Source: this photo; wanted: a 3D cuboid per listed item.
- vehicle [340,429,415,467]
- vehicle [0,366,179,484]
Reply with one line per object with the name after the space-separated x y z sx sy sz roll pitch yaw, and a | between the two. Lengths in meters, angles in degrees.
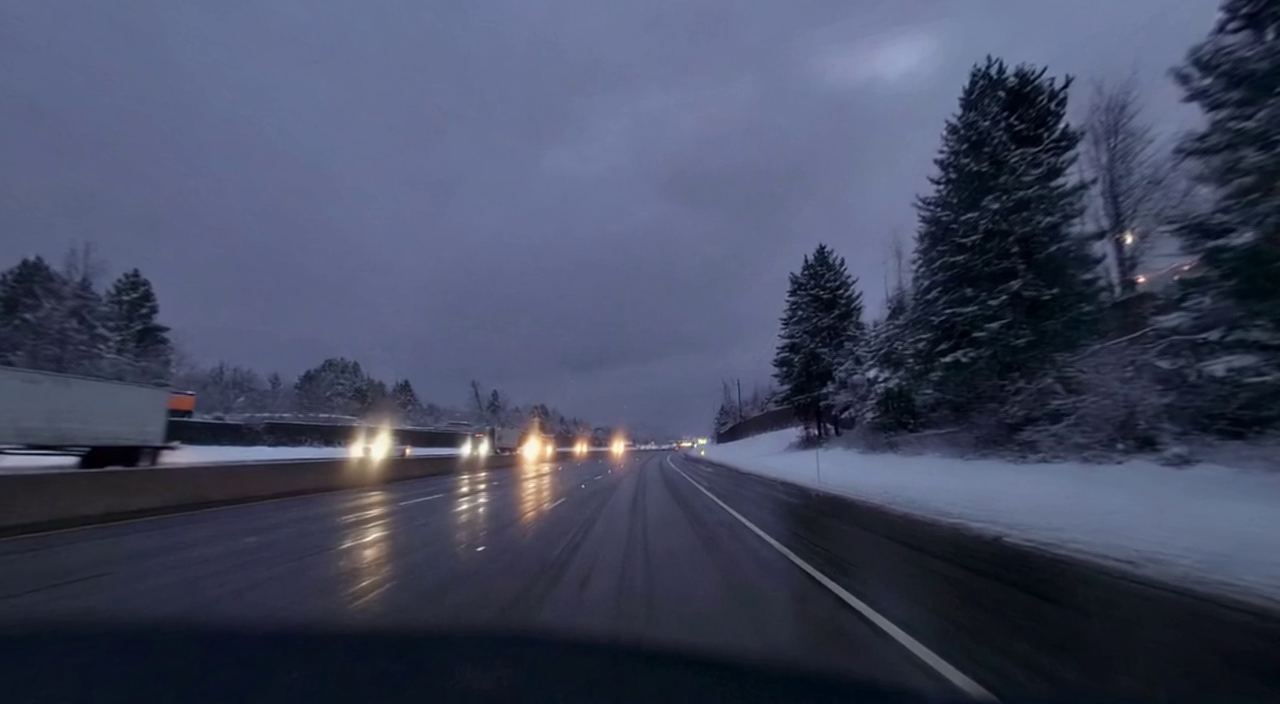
-18.367 6.794 44.494 2.518 2.459 5.886 0 -9 2 | vehicle
-23.193 2.441 21.101 3.681 3.888 15.270 0 -9 1 | vehicle
